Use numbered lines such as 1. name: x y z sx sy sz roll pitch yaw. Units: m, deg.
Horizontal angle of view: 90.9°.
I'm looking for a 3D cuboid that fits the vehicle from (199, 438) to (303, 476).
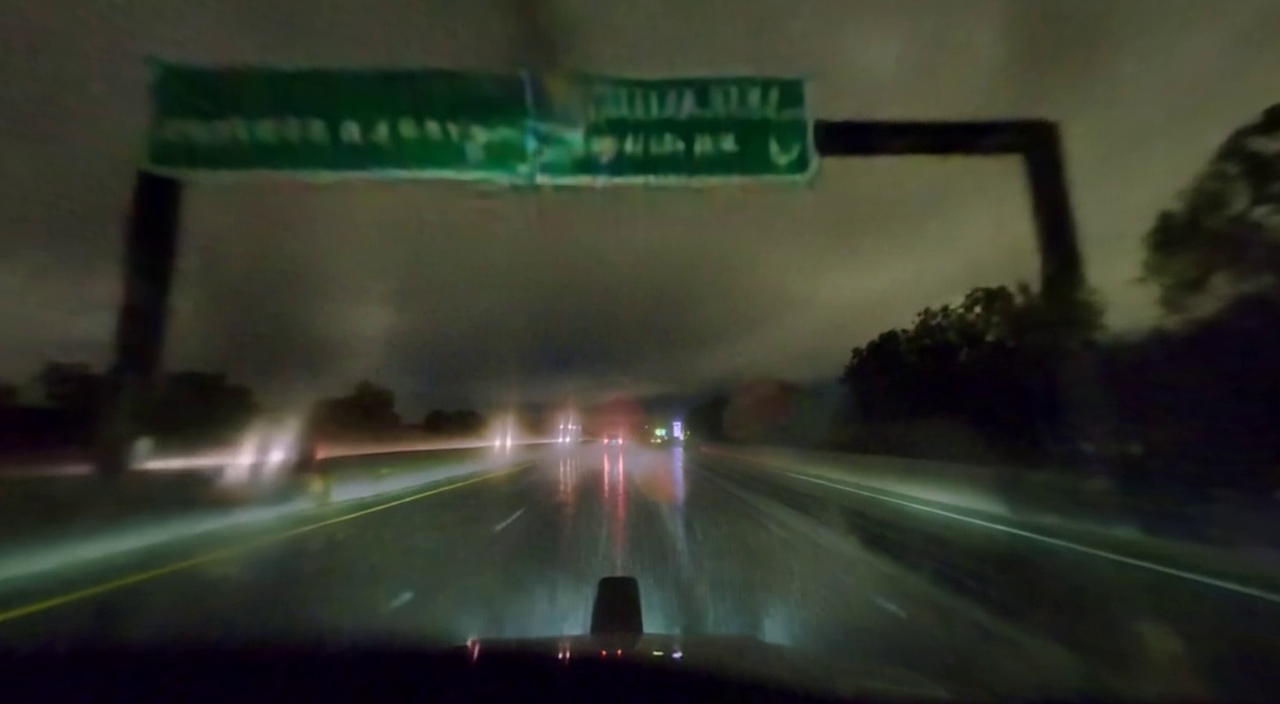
1. vehicle: -17.055 4.574 27.936 1.923 1.508 4.253 0 -8 0
